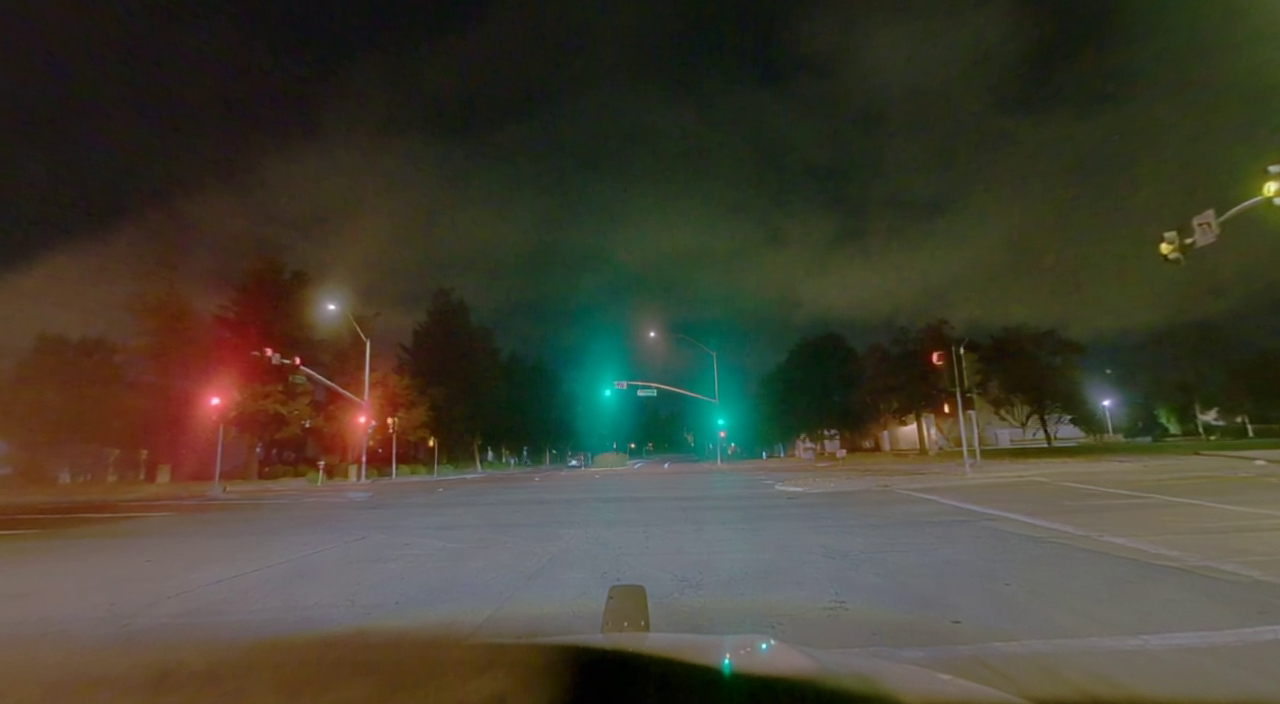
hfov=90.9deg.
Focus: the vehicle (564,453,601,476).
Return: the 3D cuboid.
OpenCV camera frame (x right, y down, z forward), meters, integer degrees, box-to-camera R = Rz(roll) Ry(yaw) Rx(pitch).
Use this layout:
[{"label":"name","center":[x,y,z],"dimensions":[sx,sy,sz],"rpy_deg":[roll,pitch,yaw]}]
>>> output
[{"label":"vehicle","center":[-4.477,8.848,49.836],"dimensions":[2.030,1.704,4.205],"rpy_deg":[-1,-8,7]}]
